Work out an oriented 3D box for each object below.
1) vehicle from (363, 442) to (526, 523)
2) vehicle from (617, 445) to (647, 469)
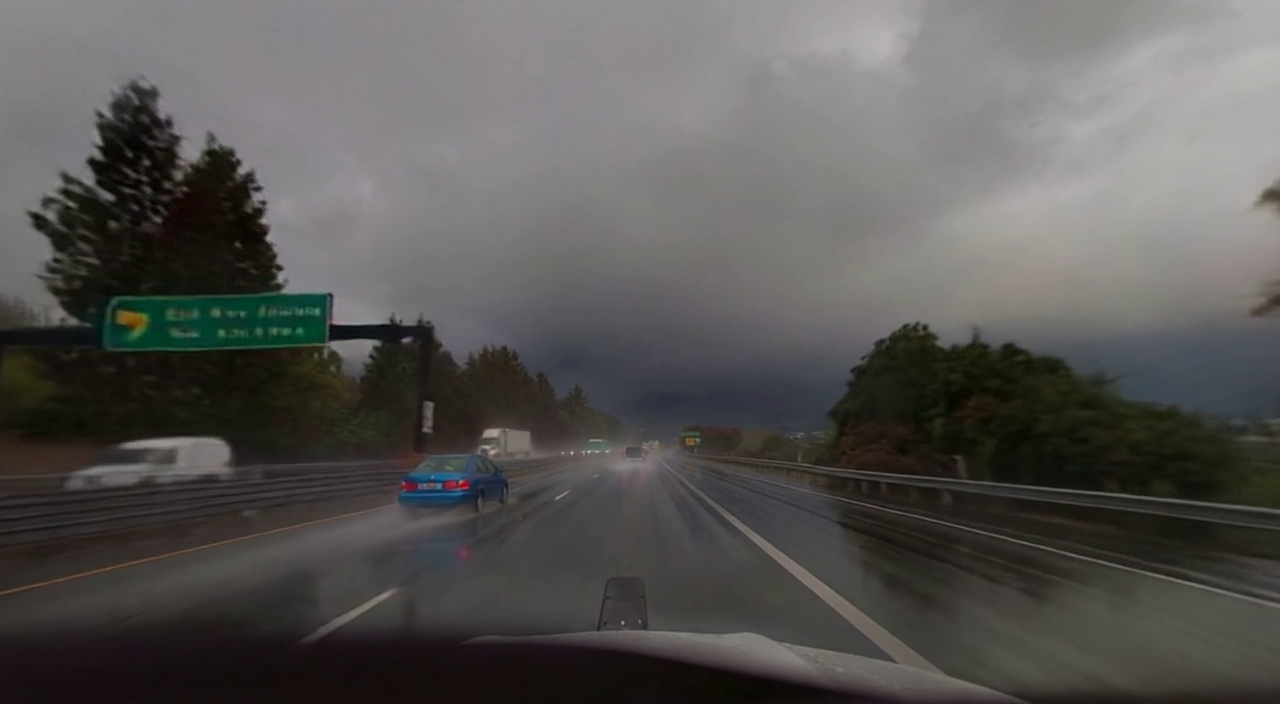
[{"bbox_3d":[-4.078,2.789,14.102,2.157,1.483,4.601,0,-9,0],"label":"vehicle"},{"bbox_3d":[-0.519,7.403,44.452,2.011,1.590,3.607,0,-9,1],"label":"vehicle"}]
